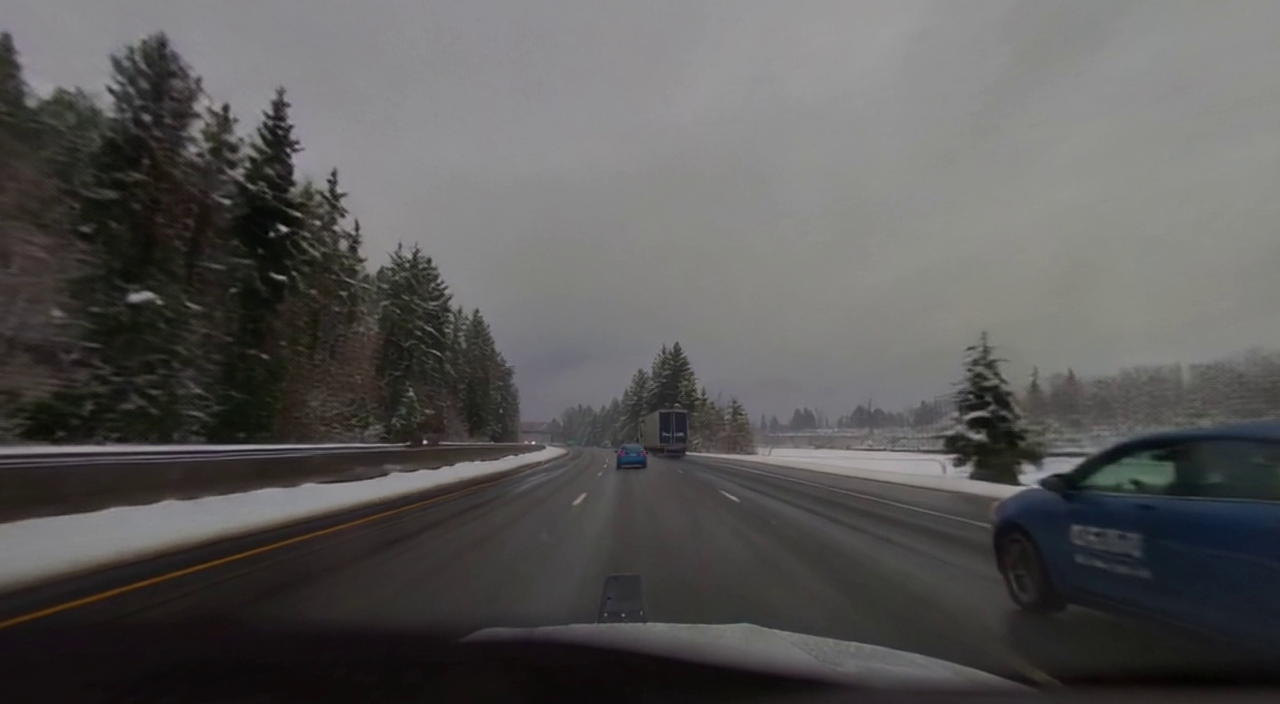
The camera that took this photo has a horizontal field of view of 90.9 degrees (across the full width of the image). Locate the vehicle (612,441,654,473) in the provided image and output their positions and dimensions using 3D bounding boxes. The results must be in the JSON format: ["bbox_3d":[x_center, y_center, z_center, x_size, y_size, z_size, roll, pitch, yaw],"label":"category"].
[{"bbox_3d":[-0.408,5.100,30.770,1.913,1.460,3.610,0,-9,-3],"label":"vehicle"}]

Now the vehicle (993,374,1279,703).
[{"bbox_3d":[3.951,0.902,2.852,1.977,1.599,4.605,0,-9,-1],"label":"vehicle"}]
